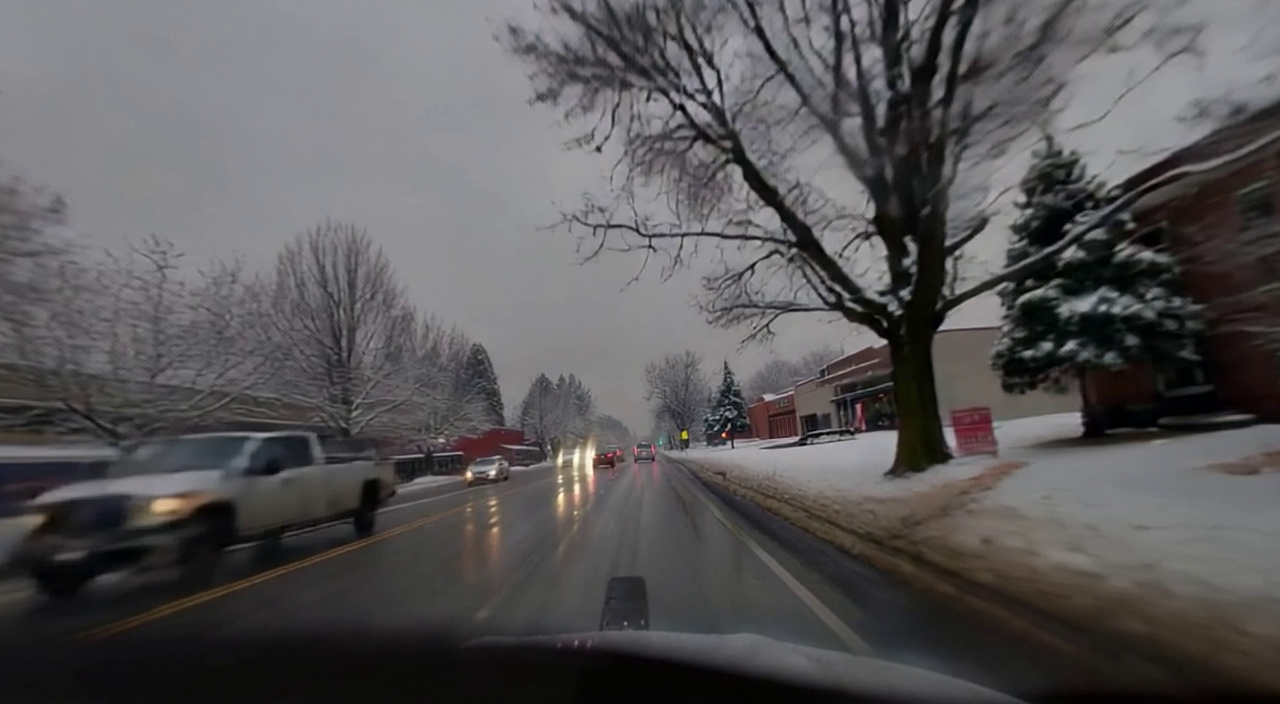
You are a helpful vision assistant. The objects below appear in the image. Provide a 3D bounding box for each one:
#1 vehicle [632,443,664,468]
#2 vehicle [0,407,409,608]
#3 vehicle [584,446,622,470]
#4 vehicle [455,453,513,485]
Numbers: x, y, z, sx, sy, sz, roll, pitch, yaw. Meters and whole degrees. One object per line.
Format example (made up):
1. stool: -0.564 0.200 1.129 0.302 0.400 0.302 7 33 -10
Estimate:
1. vehicle: 0.501 6.723 41.118 2.020 1.478 3.922 0 -8 0
2. vehicle: -6.116 2.187 10.121 2.644 2.161 5.825 -2 -8 0
3. vehicle: -2.234 6.635 39.712 2.099 1.424 4.609 0 -8 0
4. vehicle: -8.294 6.243 33.943 1.952 1.540 4.413 -1 -8 1
